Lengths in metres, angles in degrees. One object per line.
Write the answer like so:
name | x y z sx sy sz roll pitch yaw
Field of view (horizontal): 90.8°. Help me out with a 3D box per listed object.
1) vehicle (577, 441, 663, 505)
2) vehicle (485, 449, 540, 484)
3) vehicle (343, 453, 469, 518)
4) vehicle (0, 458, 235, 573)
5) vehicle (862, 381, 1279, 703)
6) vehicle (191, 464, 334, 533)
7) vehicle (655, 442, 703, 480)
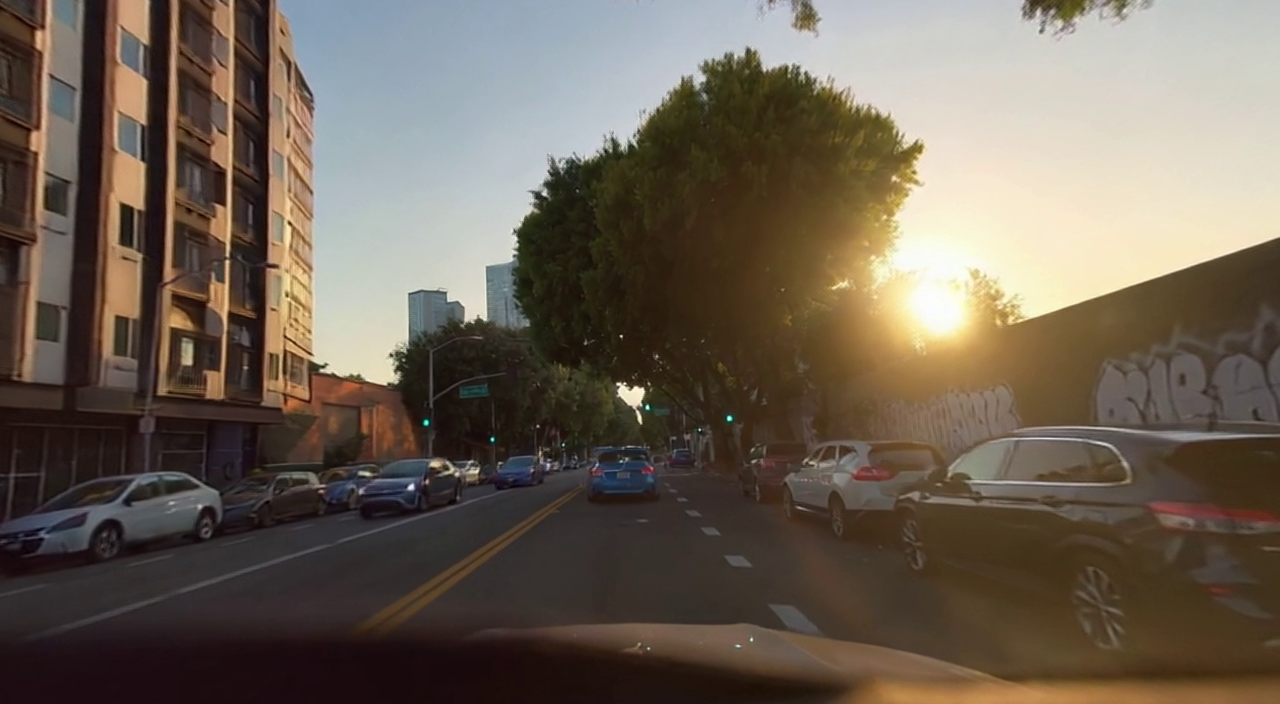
vehicle | -0.528 3.393 18.243 2.166 1.579 4.300 0 -8 -1
vehicle | -6.933 6.248 34.781 2.147 1.747 4.409 0 -8 -1
vehicle | -6.516 3.720 18.149 1.906 1.445 4.490 -4 -8 0
vehicle | -10.923 3.208 13.050 2.276 1.741 4.439 -4 -8 -1
vehicle | 4.185 1.439 6.012 2.097 1.811 5.230 0 -8 -2
vehicle | -10.982 4.234 18.790 1.741 1.506 4.370 -4 -8 -3
vehicle | 1.887 5.463 31.958 2.207 1.761 4.292 0 -8 1
